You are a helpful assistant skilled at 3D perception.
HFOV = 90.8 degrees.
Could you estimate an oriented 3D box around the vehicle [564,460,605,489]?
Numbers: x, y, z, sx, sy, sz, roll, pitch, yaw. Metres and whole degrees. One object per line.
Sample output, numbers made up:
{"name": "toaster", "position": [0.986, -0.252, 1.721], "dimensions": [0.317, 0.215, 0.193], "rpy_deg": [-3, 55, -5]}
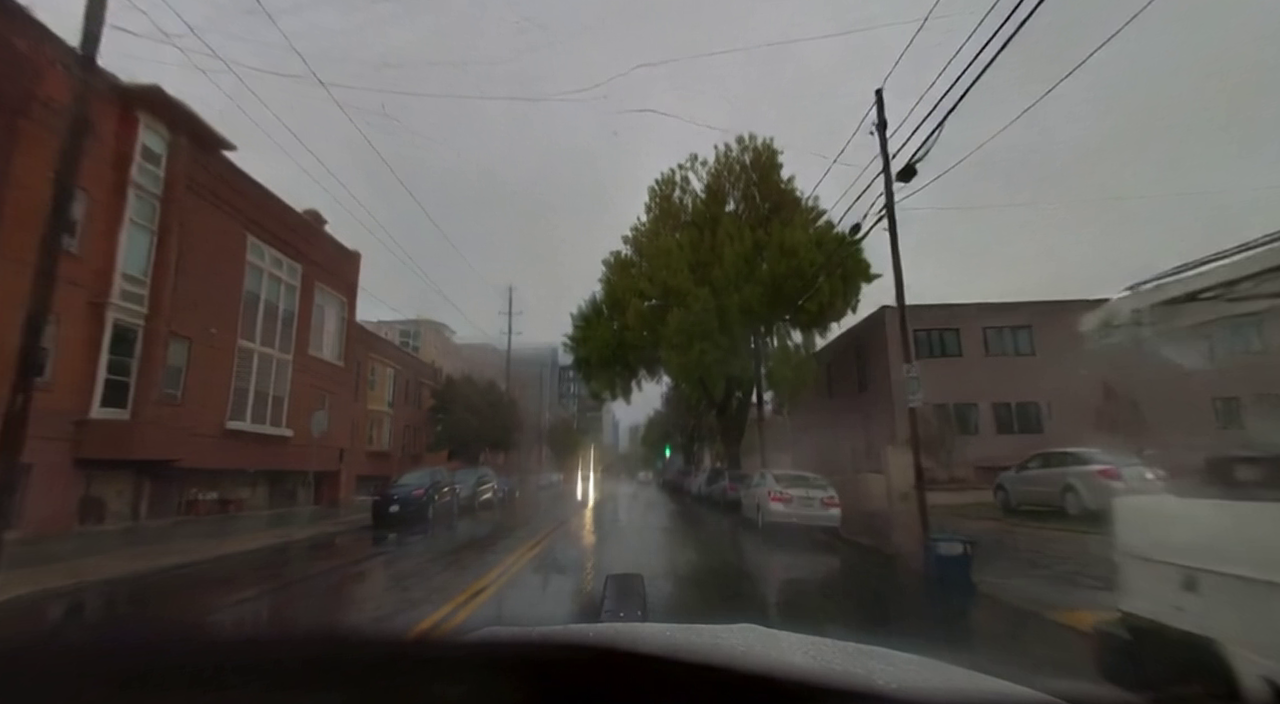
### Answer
{"name": "vehicle", "position": [-3.784, 8.554, 44.136], "dimensions": [2.236, 1.834, 4.743], "rpy_deg": [-1, -11, 3]}

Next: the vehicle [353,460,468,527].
{"name": "vehicle", "position": [-6.839, 4.281, 19.510], "dimensions": [1.930, 1.756, 4.955], "rpy_deg": [0, -11, -3]}

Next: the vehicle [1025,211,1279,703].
{"name": "vehicle", "position": [3.165, 0.373, 0.148], "dimensions": [2.480, 2.230, 5.704], "rpy_deg": [0, -11, 0]}

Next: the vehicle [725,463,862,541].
{"name": "vehicle", "position": [3.268, 3.317, 14.446], "dimensions": [1.885, 1.464, 4.466], "rpy_deg": [0, -11, -1]}

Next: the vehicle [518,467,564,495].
{"name": "vehicle", "position": [-5.969, 7.627, 37.518], "dimensions": [1.994, 1.510, 4.802], "rpy_deg": [3, -11, -17]}
